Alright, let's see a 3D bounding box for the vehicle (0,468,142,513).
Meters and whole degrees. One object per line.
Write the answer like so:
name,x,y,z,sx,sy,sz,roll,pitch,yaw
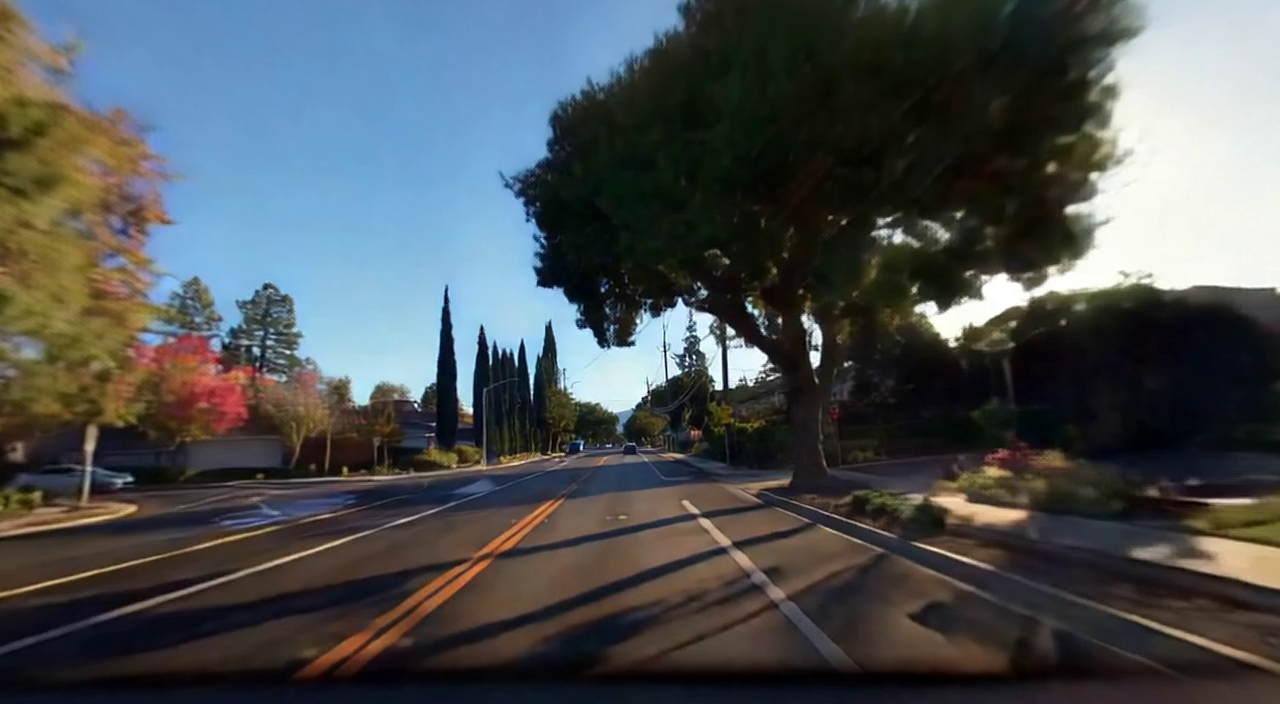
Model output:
vehicle,-21.063,5.004,23.045,4.241,1.385,1.727,2,-10,2
